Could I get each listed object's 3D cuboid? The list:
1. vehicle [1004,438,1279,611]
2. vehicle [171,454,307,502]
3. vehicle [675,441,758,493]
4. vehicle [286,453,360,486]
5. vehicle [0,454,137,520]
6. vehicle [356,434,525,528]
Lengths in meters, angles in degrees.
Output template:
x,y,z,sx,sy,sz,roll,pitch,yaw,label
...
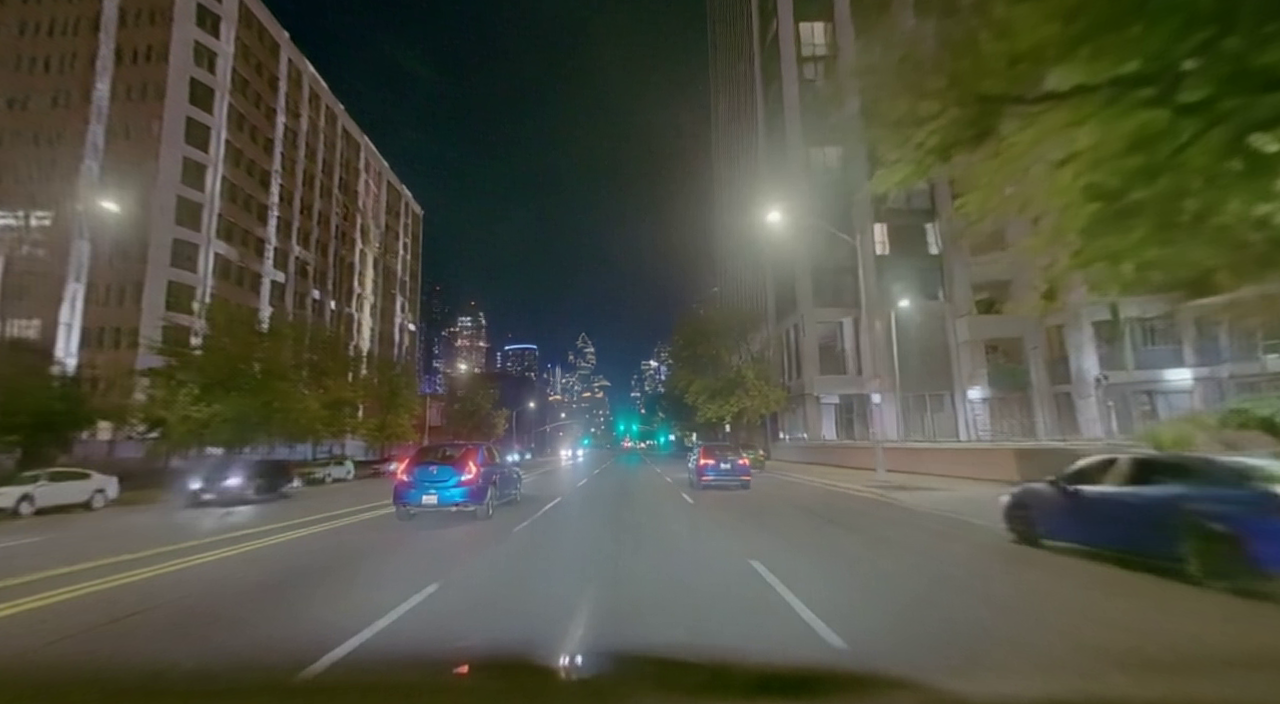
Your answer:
x,y,z,sx,sy,sz,roll,pitch,yaw,label
6.266,1.648,6.643,1.881,1.439,4.725,0,-9,-3,vehicle
-14.459,4.519,23.187,1.931,1.501,4.722,0,-9,0,vehicle
2.295,3.609,20.214,1.978,1.471,4.426,0,-9,-2,vehicle
-18.335,6.776,36.824,2.003,1.699,4.524,-2,-9,0,vehicle
-18.178,4.048,19.330,1.953,1.748,4.440,-2,-9,-1,vehicle
-3.700,2.461,12.614,2.062,1.527,4.044,0,-9,0,vehicle
